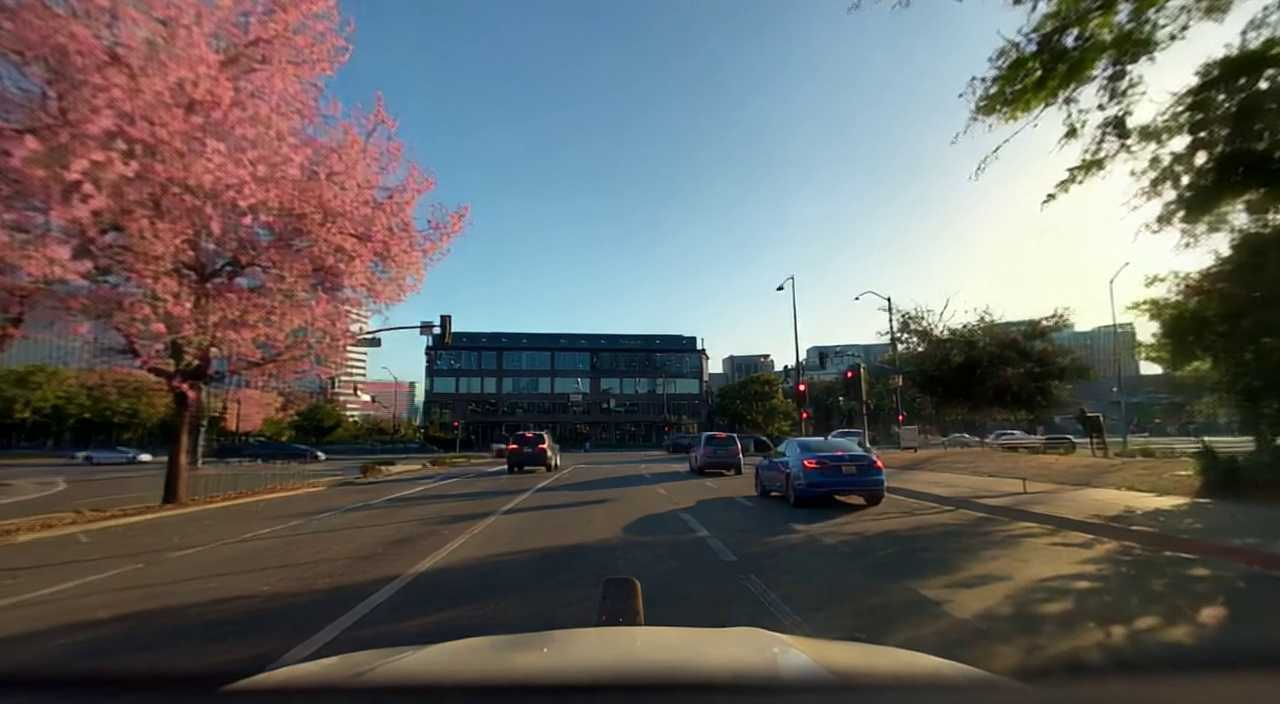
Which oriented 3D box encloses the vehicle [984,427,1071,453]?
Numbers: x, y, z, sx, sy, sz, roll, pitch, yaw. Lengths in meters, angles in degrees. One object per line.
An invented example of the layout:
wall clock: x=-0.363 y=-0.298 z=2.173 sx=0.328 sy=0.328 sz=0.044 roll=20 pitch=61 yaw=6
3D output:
vehicle: x=25.350 y=5.786 z=41.424 sx=4.520 sy=1.640 sz=1.825 roll=0 pitch=-8 yaw=-3

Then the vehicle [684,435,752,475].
vehicle: x=3.059 y=4.179 z=25.814 sx=2.007 sy=1.466 sz=4.291 roll=0 pitch=-8 yaw=-3

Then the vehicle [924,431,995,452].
vehicle: x=22.769 y=6.387 z=45.050 sx=4.097 sy=1.436 sz=1.739 roll=0 pitch=-8 yaw=-3

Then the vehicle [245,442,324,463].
vehicle: x=-25.490 y=7.187 z=45.438 sx=4.549 sy=1.439 sz=1.794 roll=0 pitch=-8 yaw=-3

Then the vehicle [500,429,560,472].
vehicle: x=-4.797 y=4.363 z=28.153 sx=1.995 sy=1.703 sz=4.367 roll=0 pitch=-8 yaw=-2

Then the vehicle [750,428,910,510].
vehicle: x=3.952 y=2.505 z=14.042 sx=2.019 sy=1.518 sz=4.285 roll=0 pitch=-8 yaw=-3

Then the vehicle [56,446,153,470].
vehicle: x=-35.160 y=6.938 z=41.563 sx=4.526 sy=1.452 sz=1.920 roll=0 pitch=-8 yaw=-3
